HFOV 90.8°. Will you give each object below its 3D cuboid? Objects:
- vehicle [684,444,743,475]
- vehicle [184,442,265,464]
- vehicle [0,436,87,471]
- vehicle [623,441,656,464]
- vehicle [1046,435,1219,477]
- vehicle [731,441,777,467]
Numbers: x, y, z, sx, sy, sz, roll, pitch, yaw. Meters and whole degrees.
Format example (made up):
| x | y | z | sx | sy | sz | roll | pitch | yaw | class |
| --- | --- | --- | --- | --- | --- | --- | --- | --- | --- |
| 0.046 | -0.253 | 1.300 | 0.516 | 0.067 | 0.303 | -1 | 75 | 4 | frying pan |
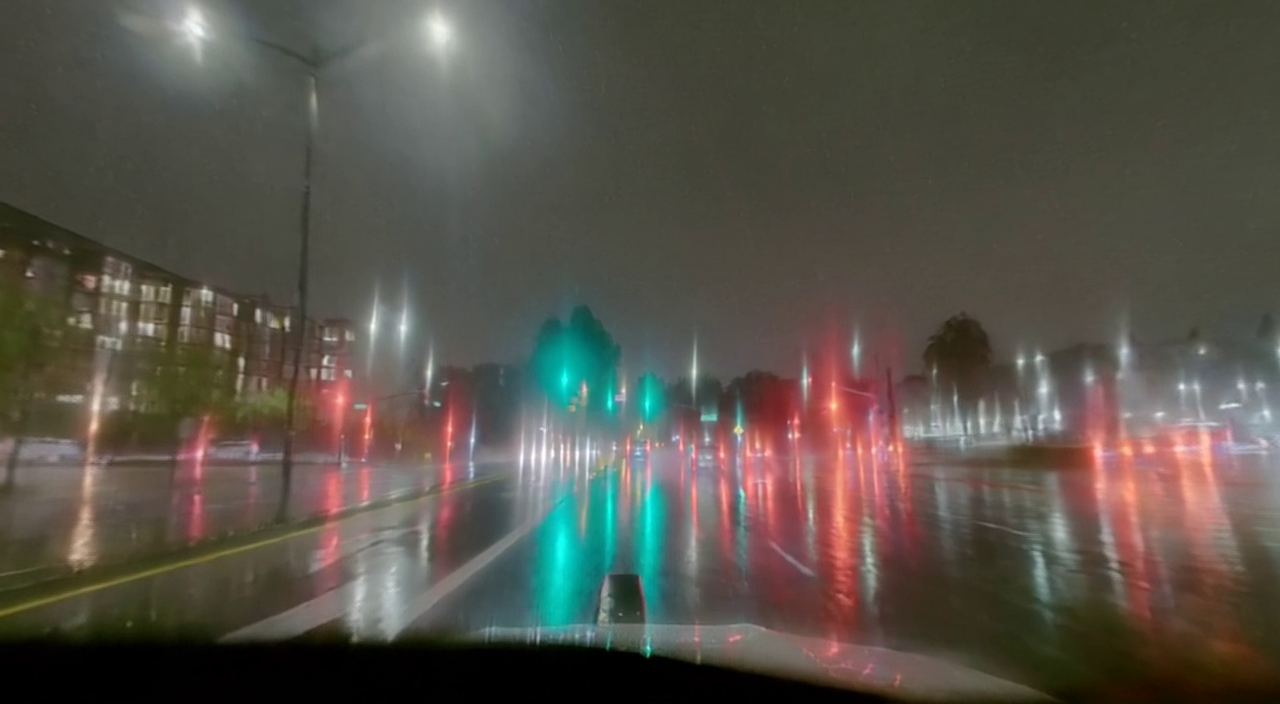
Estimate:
| x | y | z | sx | sy | sz | roll | pitch | yaw | class |
| --- | --- | --- | --- | --- | --- | --- | --- | --- | --- |
| 3.307 | 4.922 | 29.235 | 2.080 | 1.321 | 4.382 | 0 | -8 | -2 | vehicle |
| -29.890 | 7.302 | 45.536 | 4.469 | 1.501 | 1.990 | -1 | -10 | 5 | vehicle |
| -33.735 | 5.524 | 34.527 | 2.202 | 1.774 | 5.174 | 0 | -9 | 1 | vehicle |
| -0.036 | 6.757 | 42.606 | 2.143 | 1.480 | 4.006 | 0 | -8 | 0 | vehicle |
| 23.771 | 5.055 | 30.733 | 6.313 | 1.772 | 2.263 | -9 | -11 | 43 | vehicle |
| 6.922 | 6.244 | 38.770 | 1.861 | 1.473 | 4.393 | 0 | -8 | -1 | vehicle |
